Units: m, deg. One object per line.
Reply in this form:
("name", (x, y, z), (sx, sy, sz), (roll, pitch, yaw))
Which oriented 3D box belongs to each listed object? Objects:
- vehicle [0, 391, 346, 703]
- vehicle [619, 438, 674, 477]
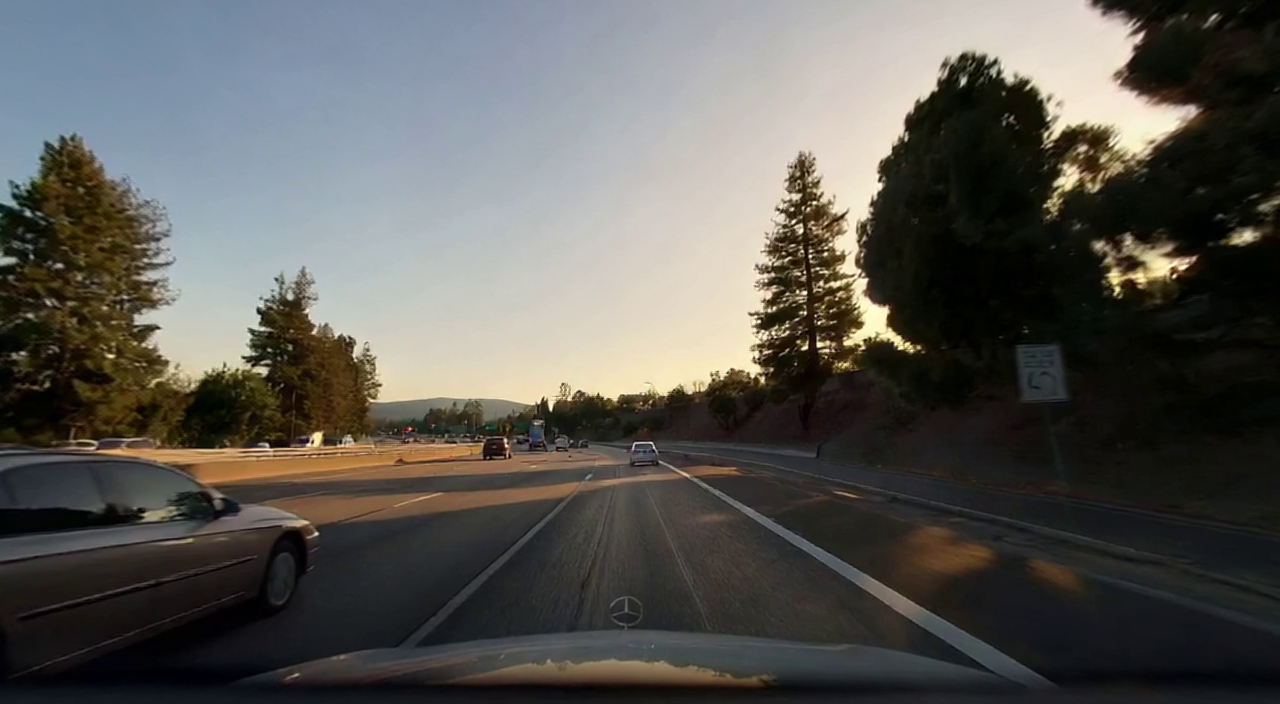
("vehicle", (-3.505, 0.929, 2.461), (2.246, 1.519, 4.980), (0, -9, 1))
("vehicle", (0.176, 4.284, 25.792), (2.051, 1.444, 3.927), (0, -9, -2))
